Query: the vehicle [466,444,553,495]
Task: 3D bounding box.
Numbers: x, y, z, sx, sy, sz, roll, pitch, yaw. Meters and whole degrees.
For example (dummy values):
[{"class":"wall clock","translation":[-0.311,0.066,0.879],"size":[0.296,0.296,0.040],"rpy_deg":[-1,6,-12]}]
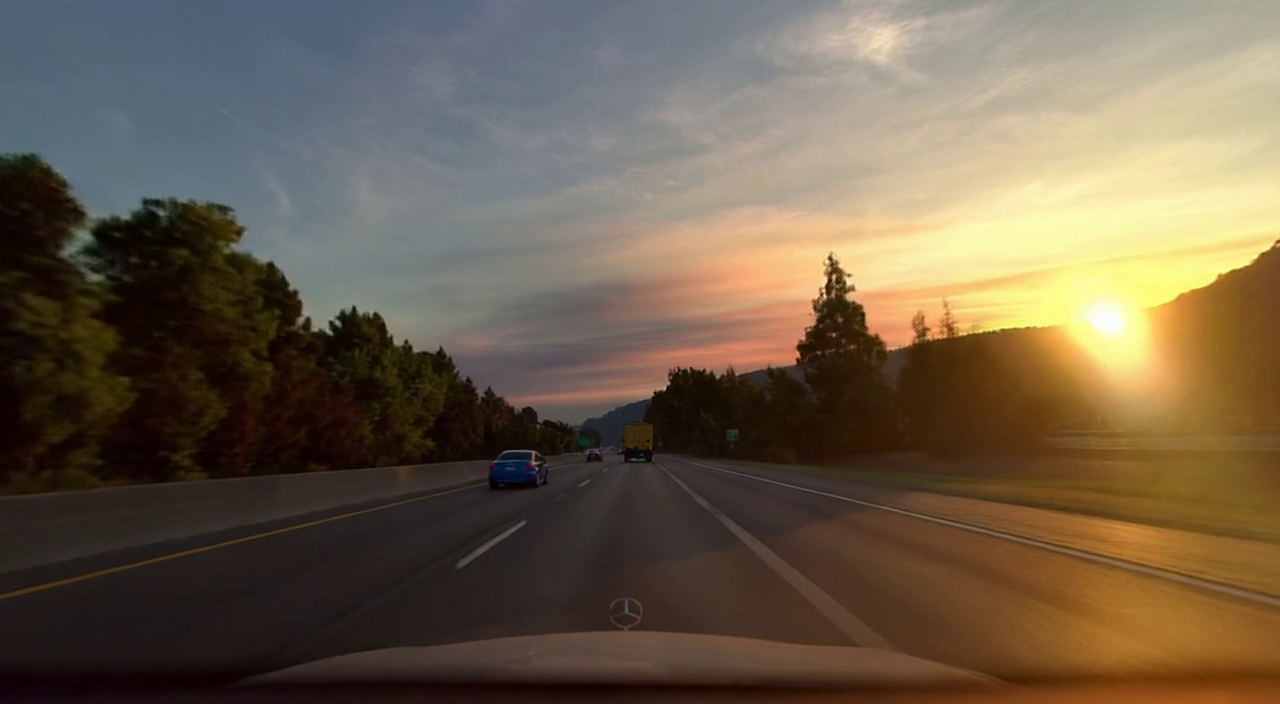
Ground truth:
[{"class":"vehicle","translation":[-4.278,3.918,21.430],"size":[1.916,1.506,4.476],"rpy_deg":[0,-9,1]}]
